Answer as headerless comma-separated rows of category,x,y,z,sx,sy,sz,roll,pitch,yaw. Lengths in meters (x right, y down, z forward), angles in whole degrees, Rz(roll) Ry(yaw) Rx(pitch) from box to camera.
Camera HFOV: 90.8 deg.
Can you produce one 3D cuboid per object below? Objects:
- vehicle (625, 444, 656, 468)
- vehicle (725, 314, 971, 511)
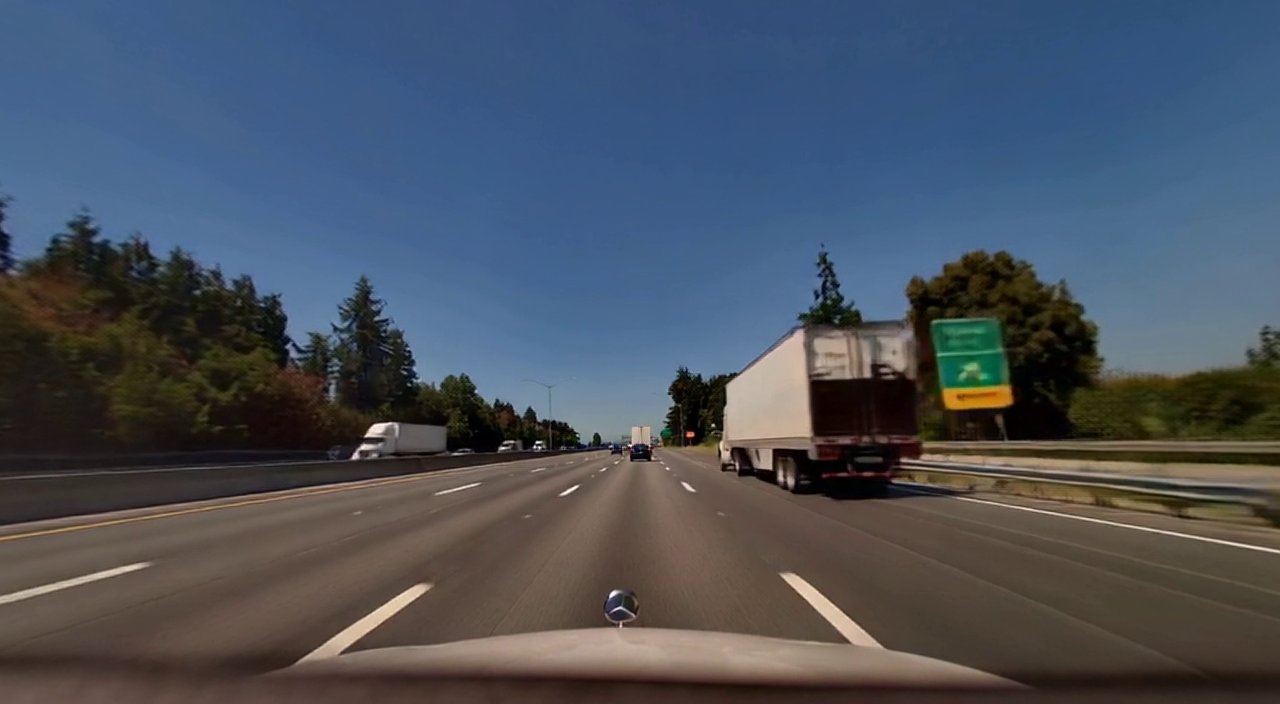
vehicle,0.037,6.836,41.656,1.972,1.492,3.697,0,-9,0
vehicle,5.248,2.307,20.274,2.893,4.114,14.332,0,-9,-1
